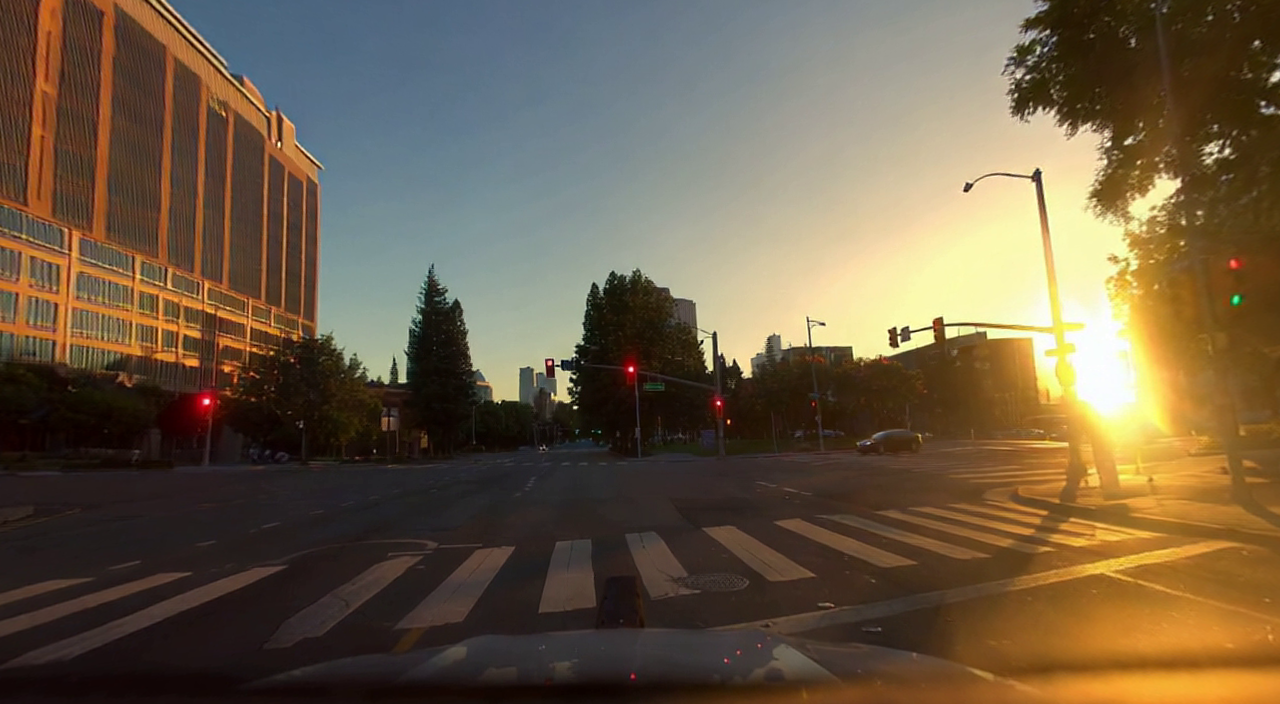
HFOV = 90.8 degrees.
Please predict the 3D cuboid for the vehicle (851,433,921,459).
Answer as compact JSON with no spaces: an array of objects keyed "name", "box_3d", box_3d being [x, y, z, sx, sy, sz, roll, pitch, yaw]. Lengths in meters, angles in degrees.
[{"name":"vehicle","box_3d":[17.629,6.742,45.246,4.600,1.783,1.970,4,-10,-26]}]
